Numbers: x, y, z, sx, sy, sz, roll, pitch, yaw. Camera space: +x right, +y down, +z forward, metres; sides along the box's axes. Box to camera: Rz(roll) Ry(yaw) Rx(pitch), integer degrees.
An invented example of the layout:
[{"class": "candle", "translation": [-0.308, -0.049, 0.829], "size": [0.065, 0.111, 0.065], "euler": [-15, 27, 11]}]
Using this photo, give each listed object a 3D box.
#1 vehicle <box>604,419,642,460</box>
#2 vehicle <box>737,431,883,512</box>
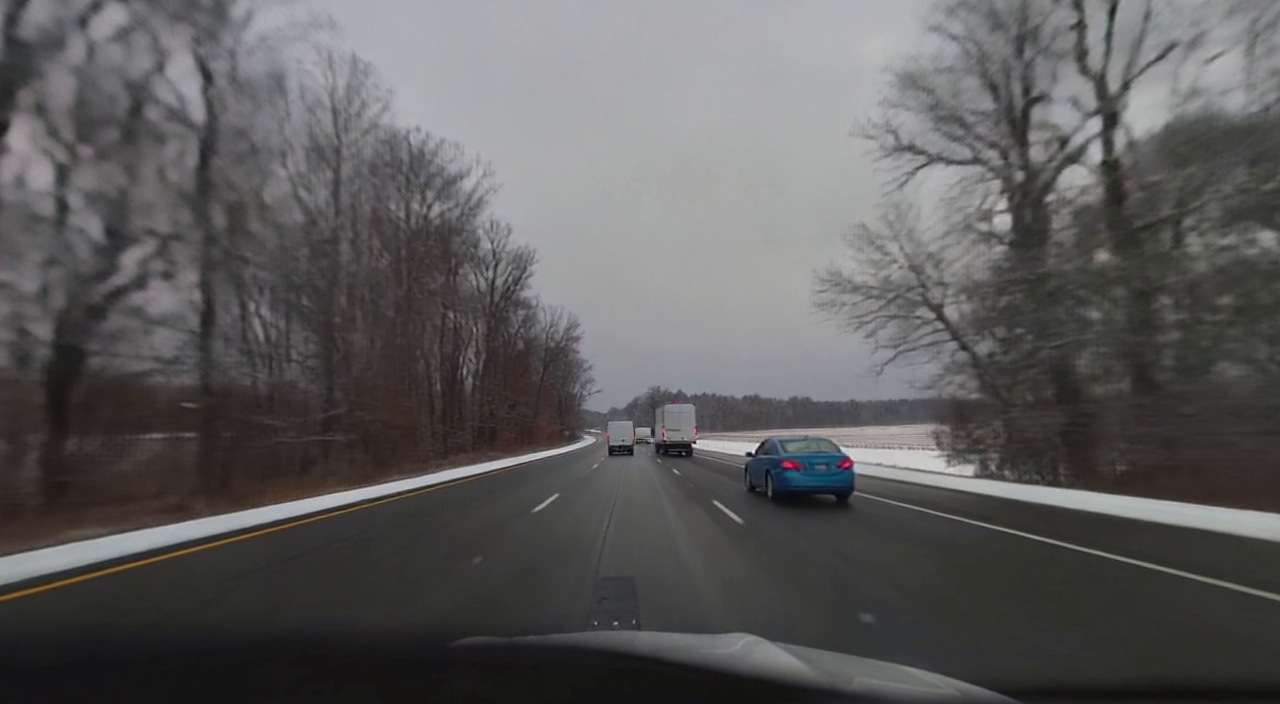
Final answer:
[{"class": "vehicle", "translation": [-1.132, 5.971, 43.003], "size": [2.389, 2.637, 5.437], "euler": [0, -8, -1]}, {"class": "vehicle", "translation": [3.533, 2.546, 14.030], "size": [1.962, 1.508, 4.363], "euler": [0, -8, -1]}]
